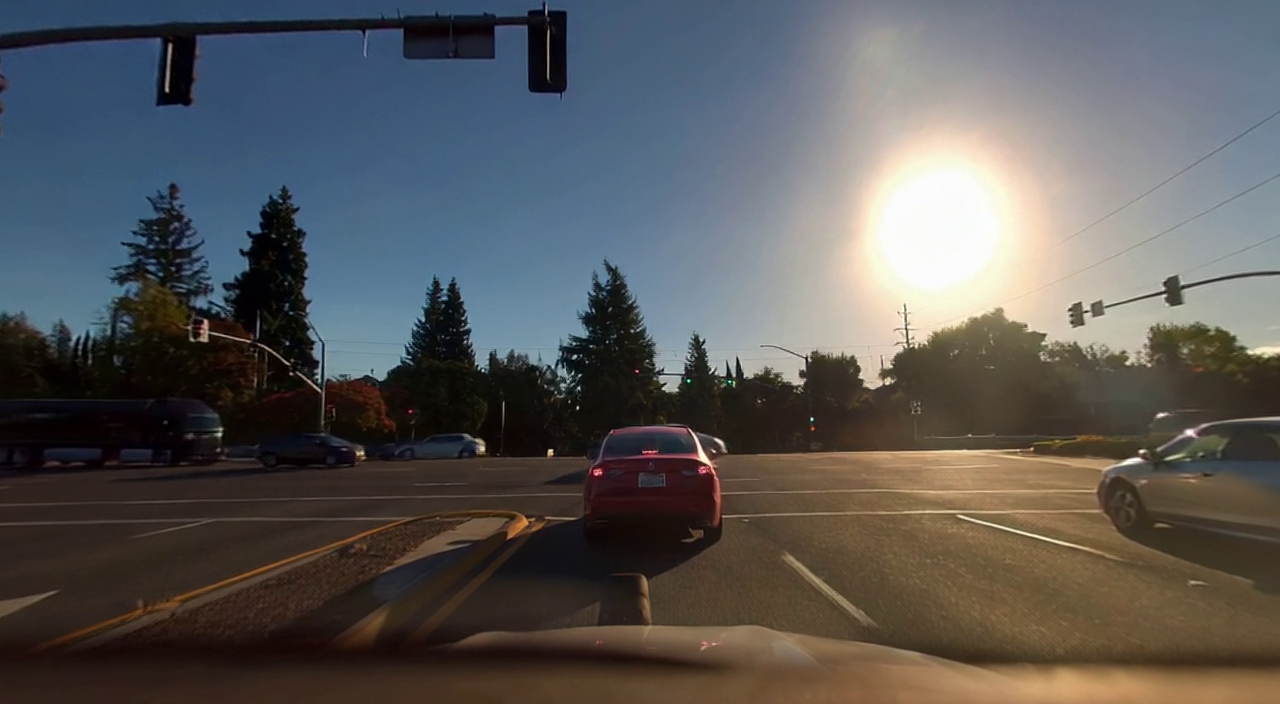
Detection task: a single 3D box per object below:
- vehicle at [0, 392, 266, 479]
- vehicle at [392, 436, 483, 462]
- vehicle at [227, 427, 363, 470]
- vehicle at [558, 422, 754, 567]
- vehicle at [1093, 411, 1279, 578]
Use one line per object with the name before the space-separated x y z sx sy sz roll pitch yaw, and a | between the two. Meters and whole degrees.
vehicle | -20.728 3.258 24.487 10.544 3.126 2.909 -1 -8 1
vehicle | -11.710 5.630 36.668 4.667 1.450 1.818 0 -8 0
vehicle | -15.223 4.275 28.054 4.833 1.784 2.027 0 -8 1
vehicle | 0.121 1.768 8.553 2.041 1.485 3.813 0 -8 -1
vehicle | 7.075 1.397 6.273 1.901 1.577 4.348 0 -8 0
